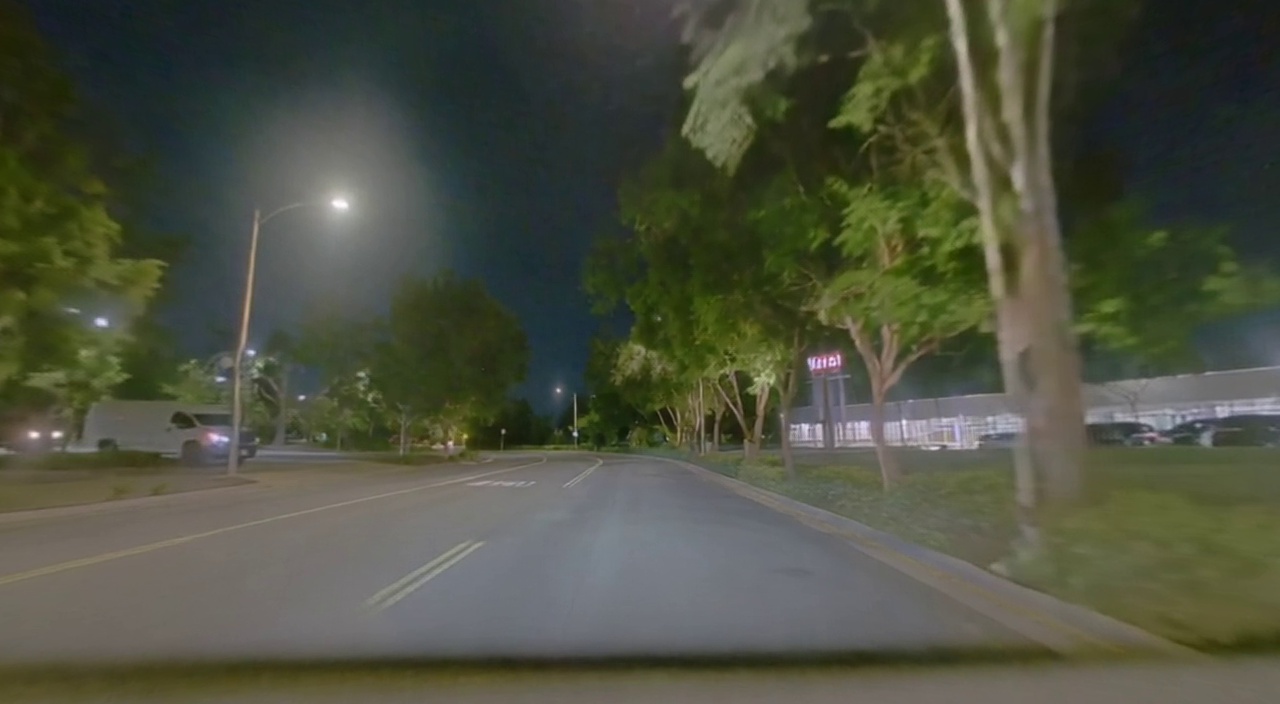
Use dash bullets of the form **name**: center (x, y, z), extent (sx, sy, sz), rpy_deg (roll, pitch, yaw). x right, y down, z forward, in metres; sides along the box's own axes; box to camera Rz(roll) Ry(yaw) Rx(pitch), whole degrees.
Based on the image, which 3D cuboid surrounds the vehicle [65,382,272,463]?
- **vehicle**: center (-19.840, 3.012, 26.894), extent (6.595, 3.267, 2.535), rpy_deg (0, -8, 0)
